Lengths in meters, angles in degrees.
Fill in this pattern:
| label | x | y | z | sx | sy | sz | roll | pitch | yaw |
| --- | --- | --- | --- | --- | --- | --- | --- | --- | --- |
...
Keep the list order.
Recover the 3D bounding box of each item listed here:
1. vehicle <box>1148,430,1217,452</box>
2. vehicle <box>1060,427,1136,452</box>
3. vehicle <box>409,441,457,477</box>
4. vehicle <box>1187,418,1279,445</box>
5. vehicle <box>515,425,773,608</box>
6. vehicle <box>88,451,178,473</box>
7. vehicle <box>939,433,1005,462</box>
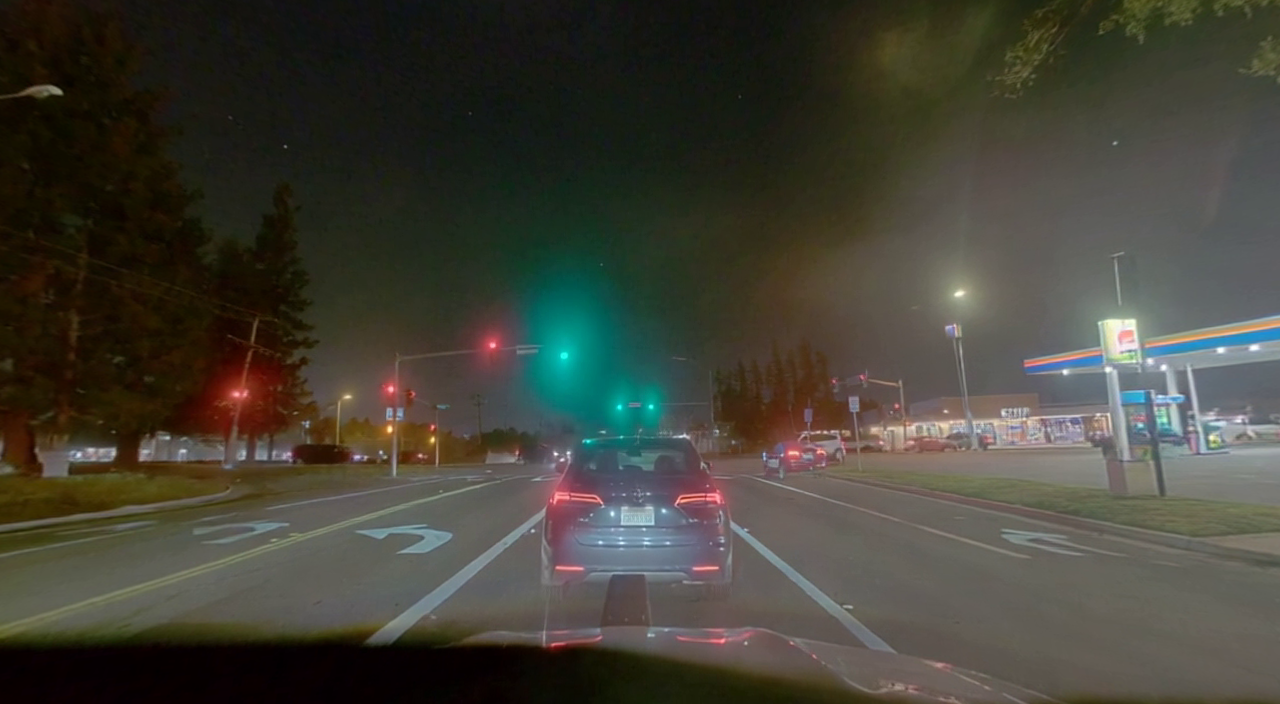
| label | x | y | z | sx | sy | sz | roll | pitch | yaw |
| --- | --- | --- | --- | --- | --- | --- | --- | --- | --- |
| vehicle | 40.948 | 6.737 | 47.649 | 3.573 | 1.432 | 1.604 | -3 | -8 | 3 |
| vehicle | 34.748 | 6.610 | 47.856 | 4.294 | 1.557 | 1.744 | -4 | -7 | 1 |
| vehicle | -11.461 | 5.930 | 35.244 | 2.019 | 1.867 | 4.660 | 2 | -8 | -12 |
| vehicle | 36.318 | 4.895 | 38.483 | 1.848 | 1.581 | 4.475 | 0 | -8 | 2 |
| vehicle | 0.010 | 1.652 | 7.275 | 2.112 | 1.482 | 4.057 | 0 | -8 | -1 |
| vehicle | -36.918 | 7.972 | 46.030 | 1.889 | 1.455 | 4.813 | -2 | -9 | 15 |
| vehicle | 18.385 | 5.275 | 34.838 | 2.053 | 1.495 | 4.091 | -8 | -12 | 43 |
